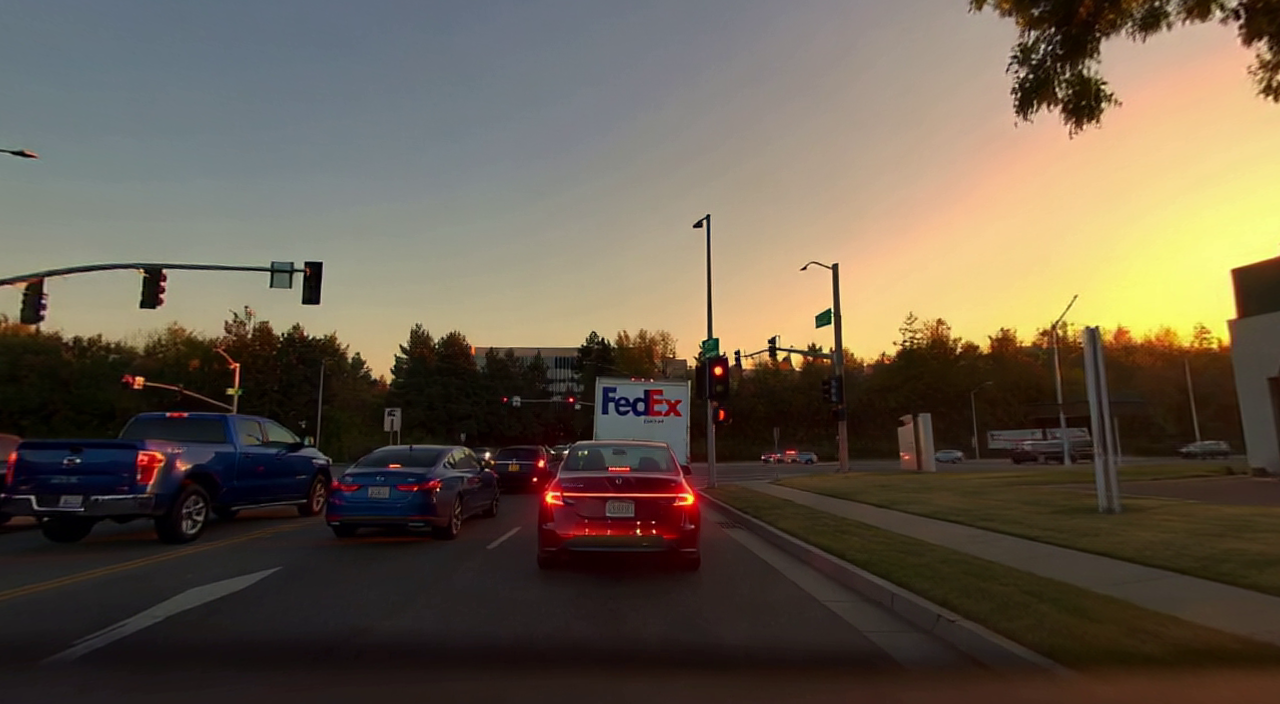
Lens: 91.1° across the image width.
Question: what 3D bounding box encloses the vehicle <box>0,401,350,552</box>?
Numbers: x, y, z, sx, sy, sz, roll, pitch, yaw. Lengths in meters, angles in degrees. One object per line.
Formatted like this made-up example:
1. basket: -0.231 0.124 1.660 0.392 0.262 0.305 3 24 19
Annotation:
1. vehicle: -7.282 1.980 10.738 2.125 1.893 5.498 0 -9 -2

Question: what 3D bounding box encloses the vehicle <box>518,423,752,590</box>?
1. vehicle: -0.048 1.746 7.969 2.145 1.513 4.269 0 -9 0

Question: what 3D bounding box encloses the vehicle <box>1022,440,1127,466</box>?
1. vehicle: 25.671 5.971 37.158 4.794 1.481 1.968 1 -8 -3

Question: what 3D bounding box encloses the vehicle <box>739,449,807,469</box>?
1. vehicle: 10.271 8.285 48.647 4.841 1.494 1.829 1 -9 -5

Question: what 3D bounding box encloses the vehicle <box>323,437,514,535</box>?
1. vehicle: -3.865 2.396 11.932 1.949 1.487 4.390 0 -9 1
